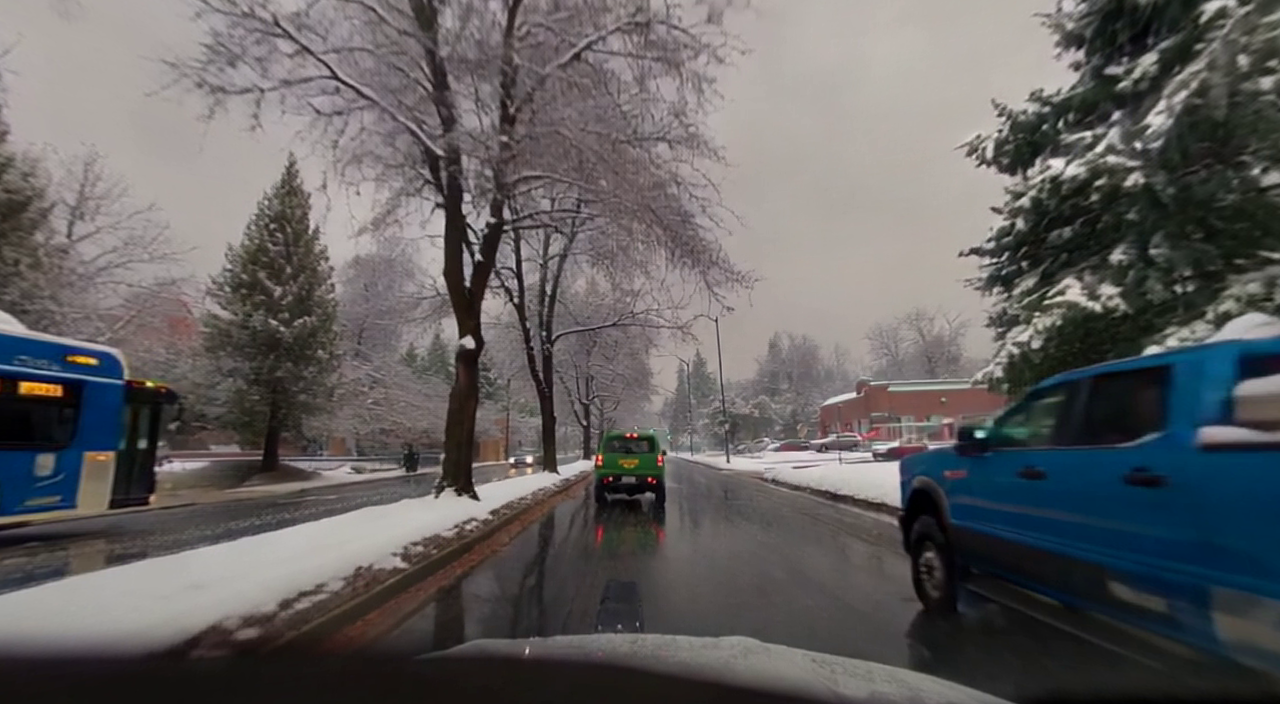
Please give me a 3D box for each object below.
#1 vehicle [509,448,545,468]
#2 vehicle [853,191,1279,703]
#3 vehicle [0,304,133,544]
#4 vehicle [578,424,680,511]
[{"bbox_3d":[-8.871,8.364,49.977,2.027,1.493,4.707,0,-9,-1],"label":"vehicle"},{"bbox_3d":[3.691,0.627,2.558,2.802,2.303,7.582,0,-9,-2],"label":"vehicle"},{"bbox_3d":[-12.261,0.674,6.998,2.996,4.022,12.692,0,-9,-1],"label":"vehicle"},{"bbox_3d":[-0.266,2.875,16.257,2.157,1.816,5.804,0,-9,-1],"label":"vehicle"}]
